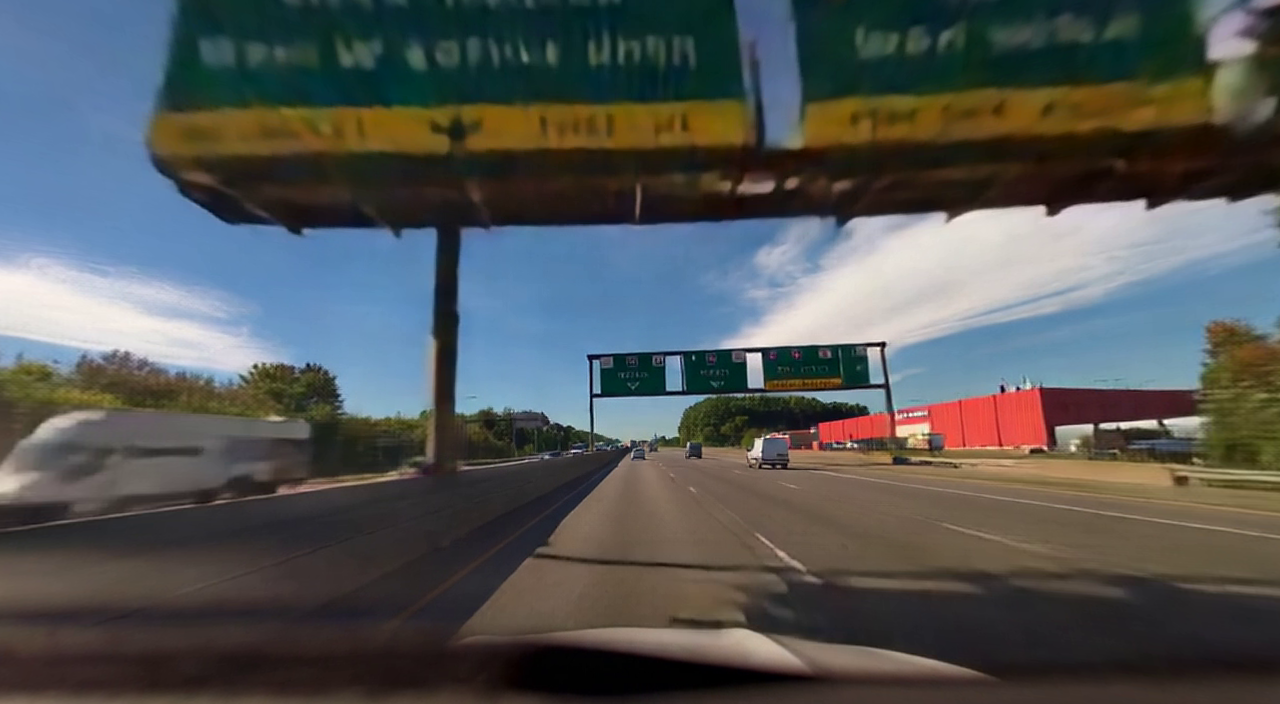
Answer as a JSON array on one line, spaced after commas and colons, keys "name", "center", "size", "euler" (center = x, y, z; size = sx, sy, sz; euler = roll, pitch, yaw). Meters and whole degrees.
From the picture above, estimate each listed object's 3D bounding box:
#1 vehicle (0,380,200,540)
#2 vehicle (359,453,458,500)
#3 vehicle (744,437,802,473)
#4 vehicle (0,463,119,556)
[{"name": "vehicle", "center": [-15.813, 2.896, 17.301], "size": [2.948, 3.616, 5.901], "euler": [0, -9, 0]}, {"name": "vehicle", "center": [-8.297, 4.468, 22.973], "size": [1.966, 1.472, 4.414], "euler": [0, -9, 0]}, {"name": "vehicle", "center": [7.582, 5.933, 36.374], "size": [2.156, 1.943, 5.010], "euler": [0, -9, -1]}, {"name": "vehicle", "center": [-11.780, 2.719, 10.725], "size": [1.875, 1.508, 4.592], "euler": [0, -9, -1]}]
